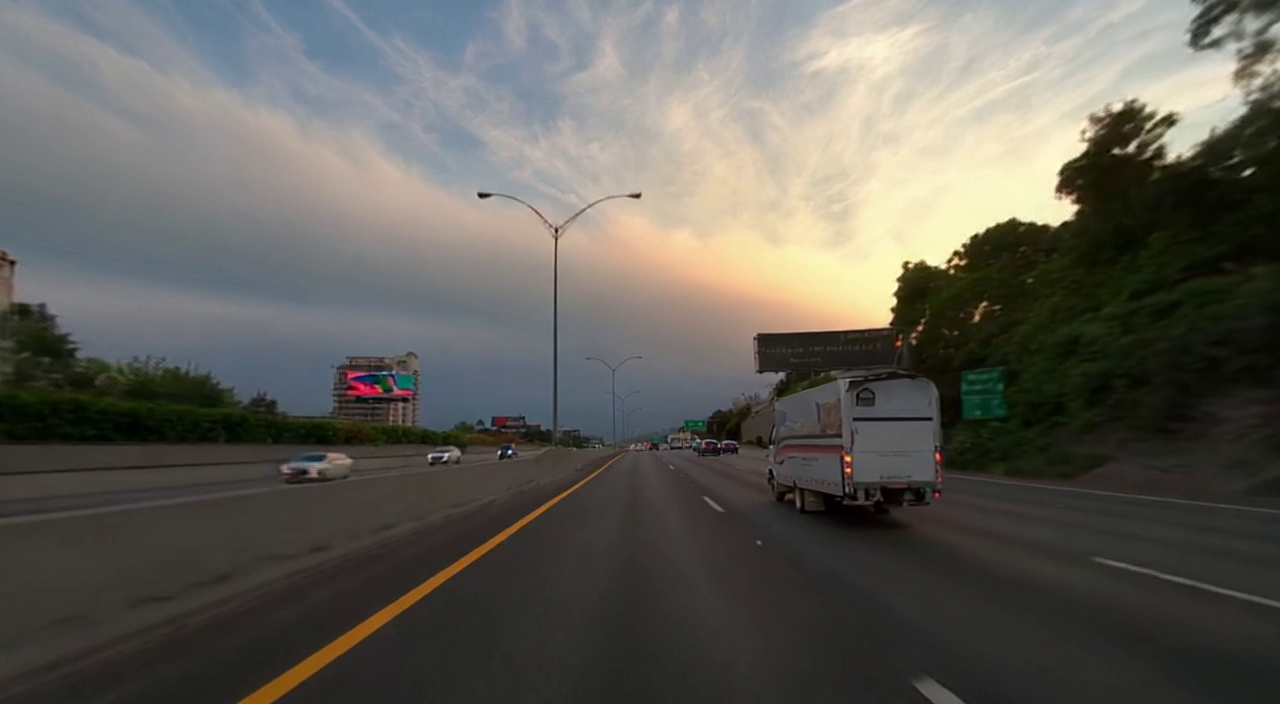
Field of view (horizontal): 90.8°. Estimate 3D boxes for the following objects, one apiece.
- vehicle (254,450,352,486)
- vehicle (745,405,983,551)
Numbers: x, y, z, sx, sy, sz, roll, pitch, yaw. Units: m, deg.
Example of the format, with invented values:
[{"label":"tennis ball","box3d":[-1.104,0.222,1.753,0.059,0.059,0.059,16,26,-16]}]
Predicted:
[{"label":"vehicle","box3d":[-15.306,5.263,29.026,1.969,1.469,4.702,0,-9,-1]},{"label":"vehicle","box3d":[3.039,1.832,9.805,1.973,1.710,4.476,0,-9,-1]}]
